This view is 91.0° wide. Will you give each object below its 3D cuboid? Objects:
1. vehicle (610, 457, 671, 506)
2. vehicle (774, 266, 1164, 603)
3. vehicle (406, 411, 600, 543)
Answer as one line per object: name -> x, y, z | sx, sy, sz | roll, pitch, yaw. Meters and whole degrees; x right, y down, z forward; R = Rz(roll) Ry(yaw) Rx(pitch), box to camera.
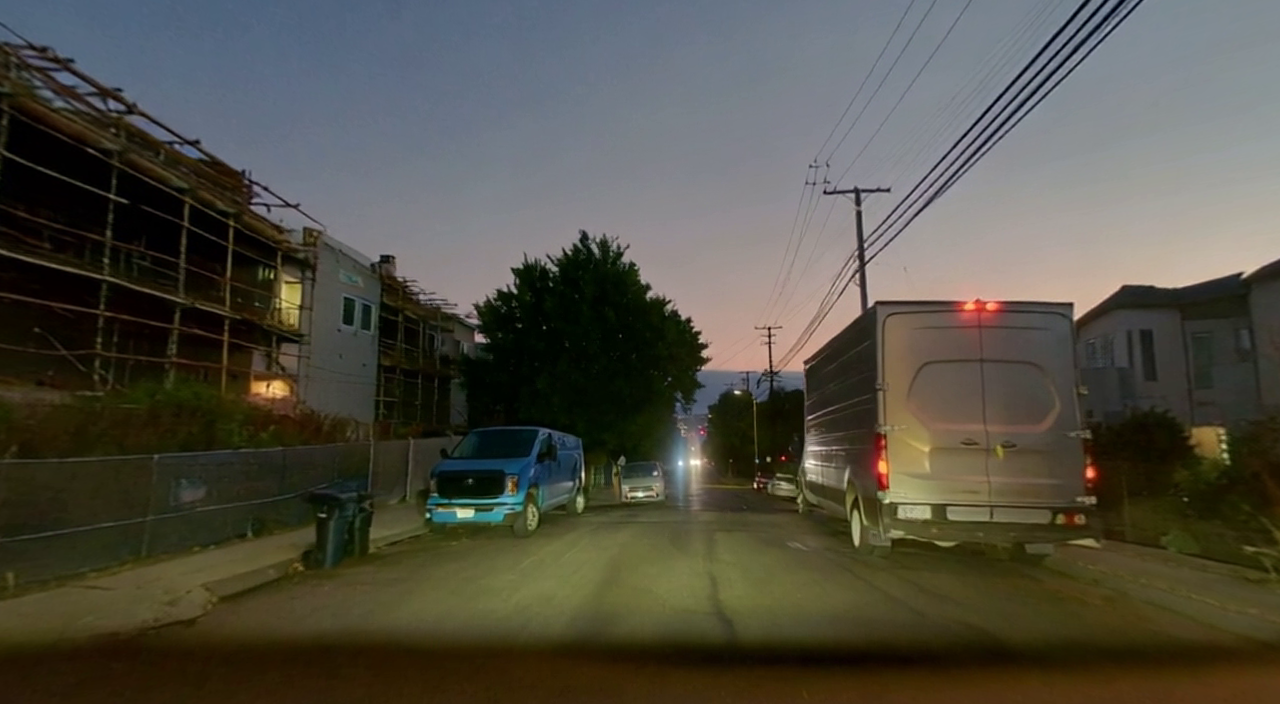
vehicle -> 0.116, 5.807, 28.624 | 2.257, 1.916, 5.089 | -1, -9, 6
vehicle -> 4.726, 1.602, 12.182 | 2.915, 3.793, 9.963 | -1, -8, 5
vehicle -> -2.320, 2.181, 12.179 | 2.171, 1.910, 4.789 | -3, -5, 7
